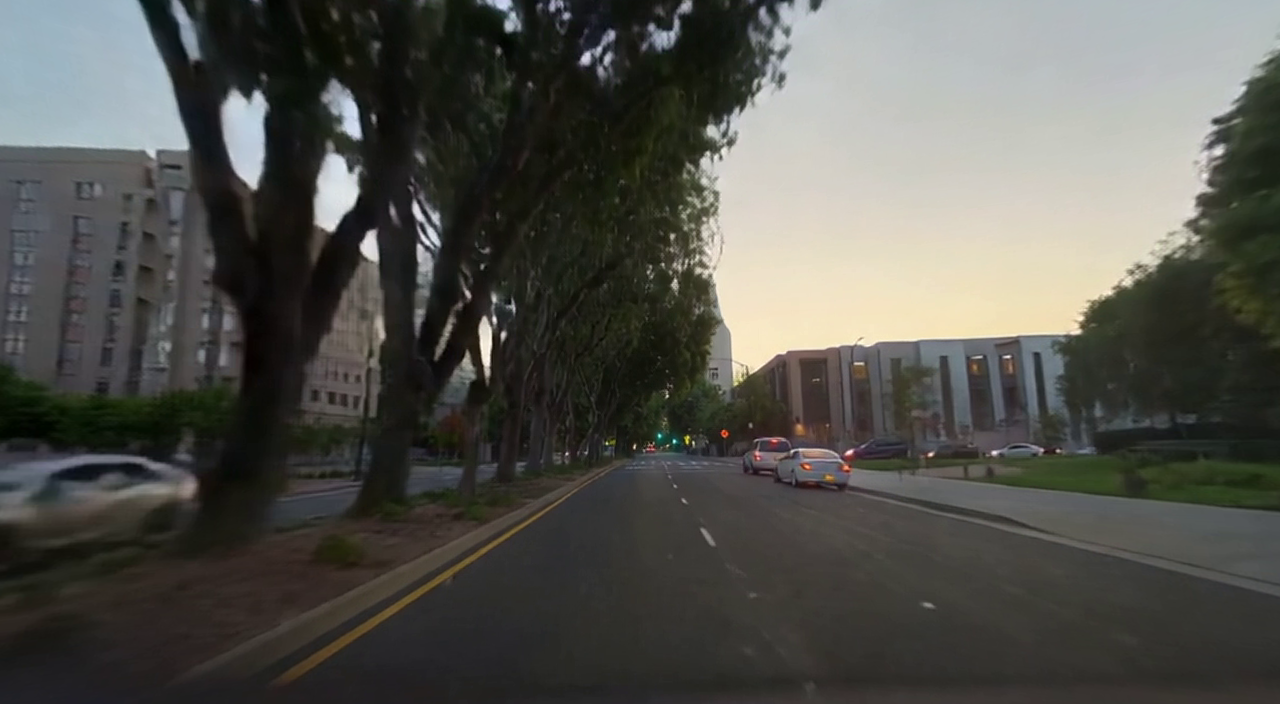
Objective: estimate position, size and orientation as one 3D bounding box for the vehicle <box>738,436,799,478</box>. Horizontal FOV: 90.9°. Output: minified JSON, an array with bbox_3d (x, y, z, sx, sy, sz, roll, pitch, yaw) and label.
[{"bbox_3d":[6.374,5.275,31.874,2.045,1.890,4.876,0,-9,0],"label":"vehicle"}]

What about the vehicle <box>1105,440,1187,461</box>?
[{"bbox_3d":[38.593,7.520,48.117,4.519,1.466,1.996,0,-8,1],"label":"vehicle"}]

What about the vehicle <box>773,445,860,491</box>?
[{"bbox_3d":[6.379,4.226,23.352,1.948,1.511,4.623,0,-9,1],"label":"vehicle"}]

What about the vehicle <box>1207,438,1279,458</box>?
[{"bbox_3d":[46.666,7.383,48.322,4.463,1.475,1.955,0,-8,0],"label":"vehicle"}]

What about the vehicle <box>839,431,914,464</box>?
[{"bbox_3d":[18.260,7.381,48.777,4.826,2.368,2.263,-1,-7,-1],"label":"vehicle"}]

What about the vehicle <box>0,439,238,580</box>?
[{"bbox_3d":[-8.345,2.104,9.135,1.982,1.608,4.519,0,-9,1],"label":"vehicle"}]

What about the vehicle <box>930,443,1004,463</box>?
[{"bbox_3d":[25.305,7.798,48.826,4.733,1.494,1.794,0,-9,0],"label":"vehicle"}]

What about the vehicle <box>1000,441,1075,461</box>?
[{"bbox_3d":[30.513,7.632,48.449,4.373,1.489,1.908,0,-9,1],"label":"vehicle"}]
